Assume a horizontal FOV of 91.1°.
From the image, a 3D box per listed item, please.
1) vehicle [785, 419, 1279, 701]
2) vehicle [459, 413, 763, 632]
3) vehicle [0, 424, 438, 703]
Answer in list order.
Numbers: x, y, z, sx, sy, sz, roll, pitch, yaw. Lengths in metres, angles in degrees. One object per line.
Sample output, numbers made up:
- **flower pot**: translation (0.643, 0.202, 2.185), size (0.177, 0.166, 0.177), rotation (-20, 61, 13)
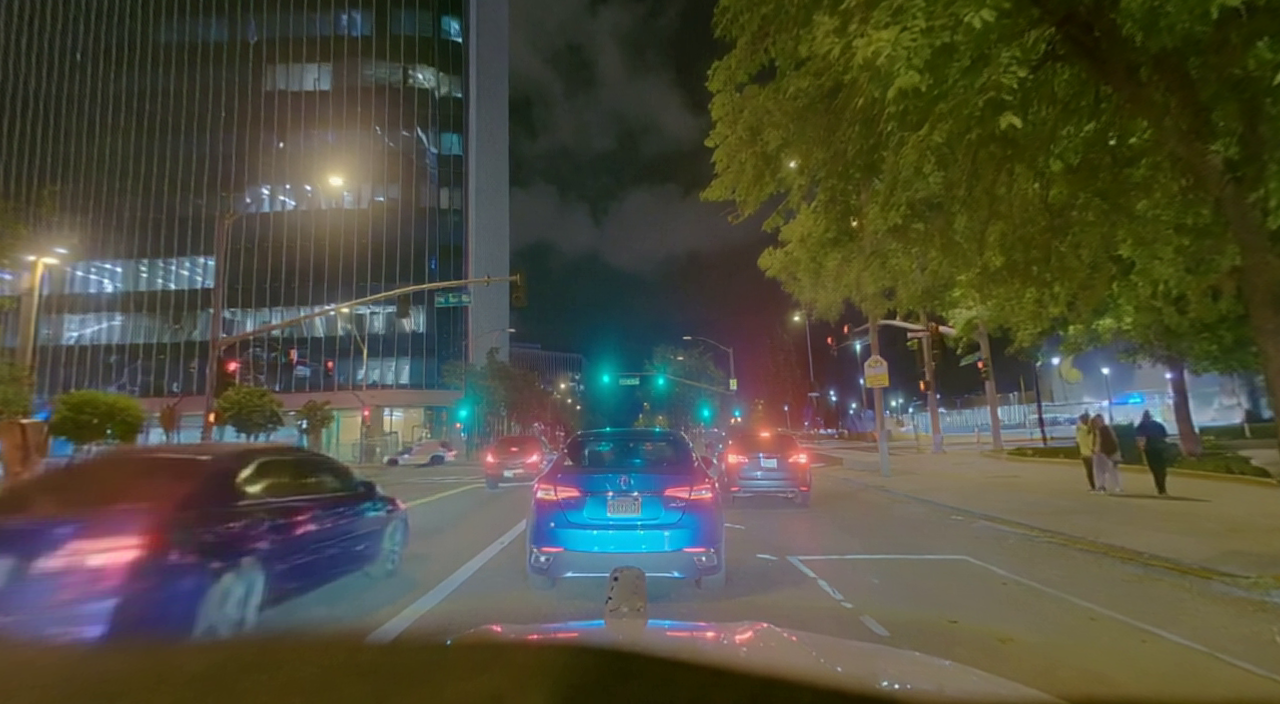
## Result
- **vehicle**: translation (2.757, 1.403, 5.452), size (1.952, 1.464, 4.165), rotation (0, -8, -1)
- **vehicle**: translation (-0.266, 1.465, 6.411), size (2.072, 1.476, 4.078), rotation (0, -8, -2)
- **vehicle**: translation (-3.444, 1.385, 5.173), size (1.957, 1.427, 4.531), rotation (0, -8, 1)
